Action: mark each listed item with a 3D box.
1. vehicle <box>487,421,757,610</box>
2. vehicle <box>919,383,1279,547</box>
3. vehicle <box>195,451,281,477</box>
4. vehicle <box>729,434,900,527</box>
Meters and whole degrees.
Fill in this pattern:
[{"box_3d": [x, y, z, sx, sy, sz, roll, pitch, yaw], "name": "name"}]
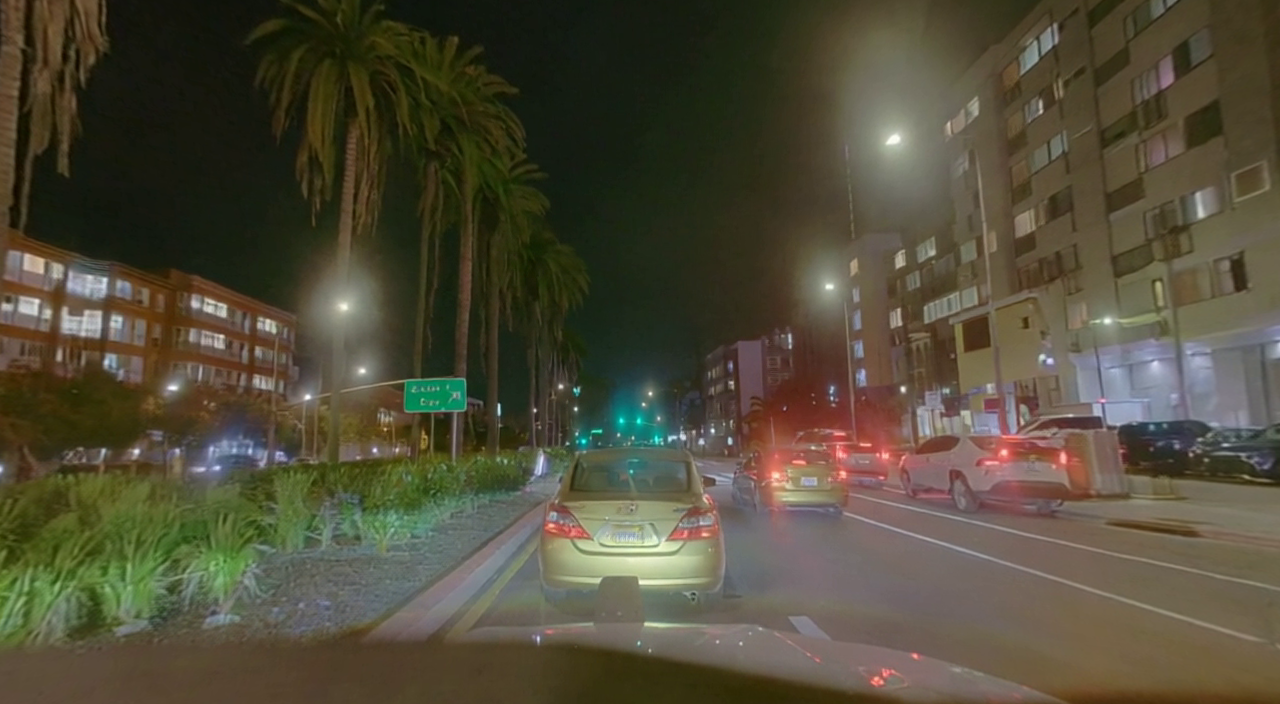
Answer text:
[{"box_3d": [-0.154, 1.606, 7.105, 2.158, 1.498, 3.919, 0, -8, 0], "name": "vehicle"}, {"box_3d": [7.202, 1.852, 10.906, 2.254, 2.072, 5.577, 0, -8, 1], "name": "vehicle"}, {"box_3d": [-23.779, 6.624, 37.595, 1.972, 1.425, 4.765, 0, -8, 0], "name": "vehicle"}, {"box_3d": [3.084, 2.366, 12.245, 1.925, 1.451, 4.436, 0, -8, -2], "name": "vehicle"}]
